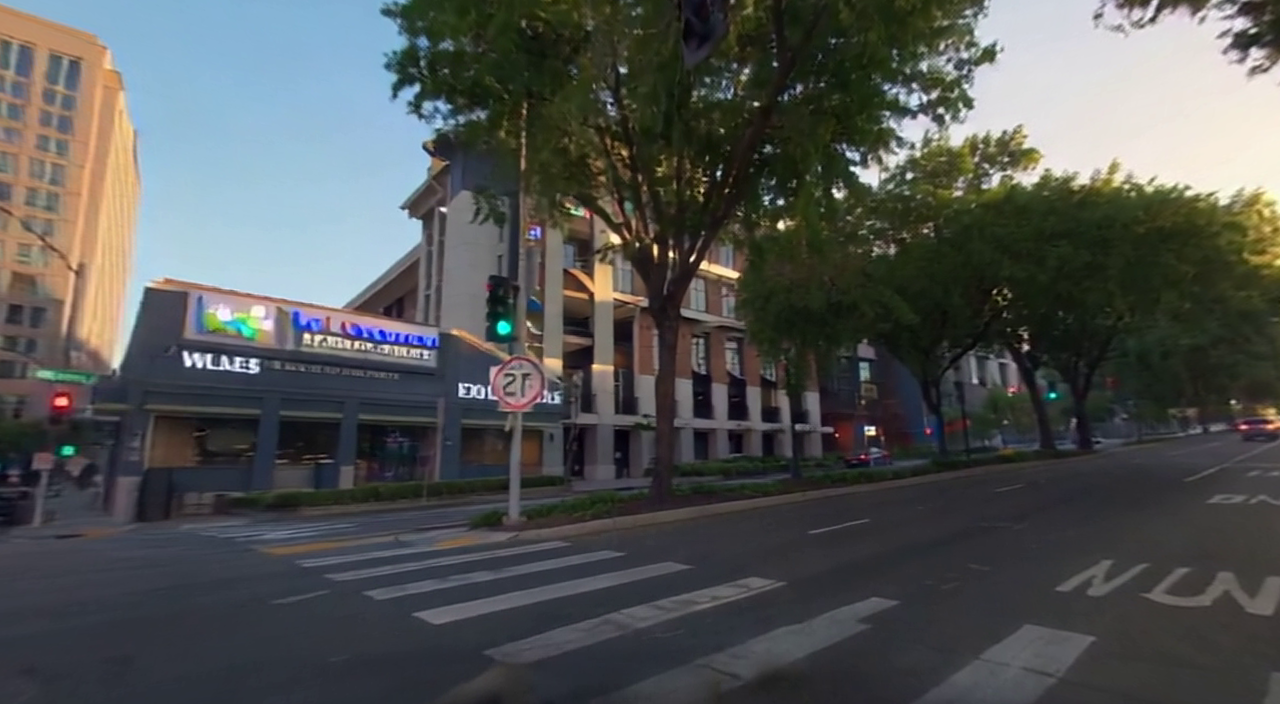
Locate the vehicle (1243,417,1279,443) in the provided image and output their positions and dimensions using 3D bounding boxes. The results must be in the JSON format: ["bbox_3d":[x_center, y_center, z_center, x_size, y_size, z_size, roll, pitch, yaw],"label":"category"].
[{"bbox_3d":[46.812,5.824,46.939,4.250,1.775,2.223,7,-11,-40],"label":"vehicle"}]

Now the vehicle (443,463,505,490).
[{"bbox_3d":[-10.017,7.422,37.944,1.956,1.471,3.994,7,-12,-42],"label":"vehicle"}]

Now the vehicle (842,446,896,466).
[{"bbox_3d":[17.683,7.999,48.667,4.442,1.440,1.840,7,-11,-40],"label":"vehicle"}]
